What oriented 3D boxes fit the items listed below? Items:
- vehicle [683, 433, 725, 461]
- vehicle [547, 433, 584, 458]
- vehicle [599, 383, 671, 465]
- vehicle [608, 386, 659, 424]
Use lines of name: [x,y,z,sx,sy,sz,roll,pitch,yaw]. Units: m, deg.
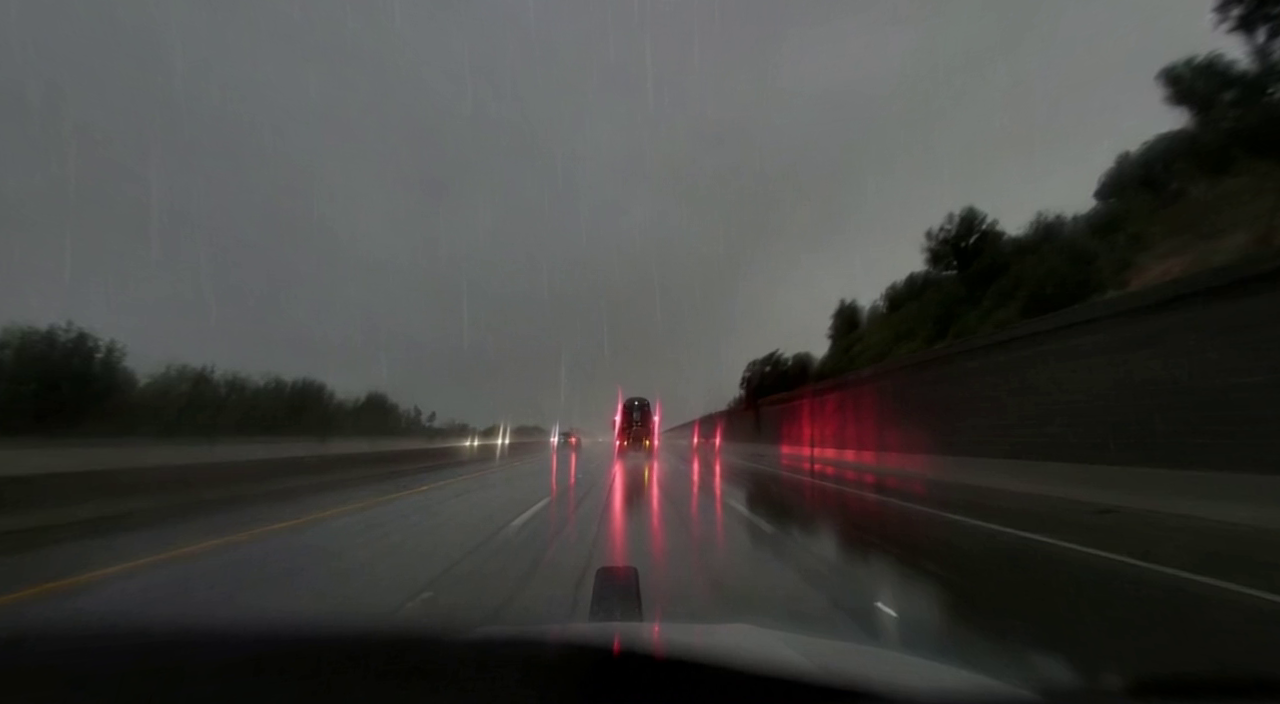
vehicle: [3.645,5.465,36.459,1.910,1.492,4.324,0,-8,-1]
vehicle: [-5.000,6.308,42.680,2.104,1.575,4.421,0,-8,-3]
vehicle: [-0.358,3.856,32.637,2.953,3.406,13.372,0,-8,-1]
vehicle: [-0.259,2.447,28.360,2.112,1.472,4.240,0,-8,0]
